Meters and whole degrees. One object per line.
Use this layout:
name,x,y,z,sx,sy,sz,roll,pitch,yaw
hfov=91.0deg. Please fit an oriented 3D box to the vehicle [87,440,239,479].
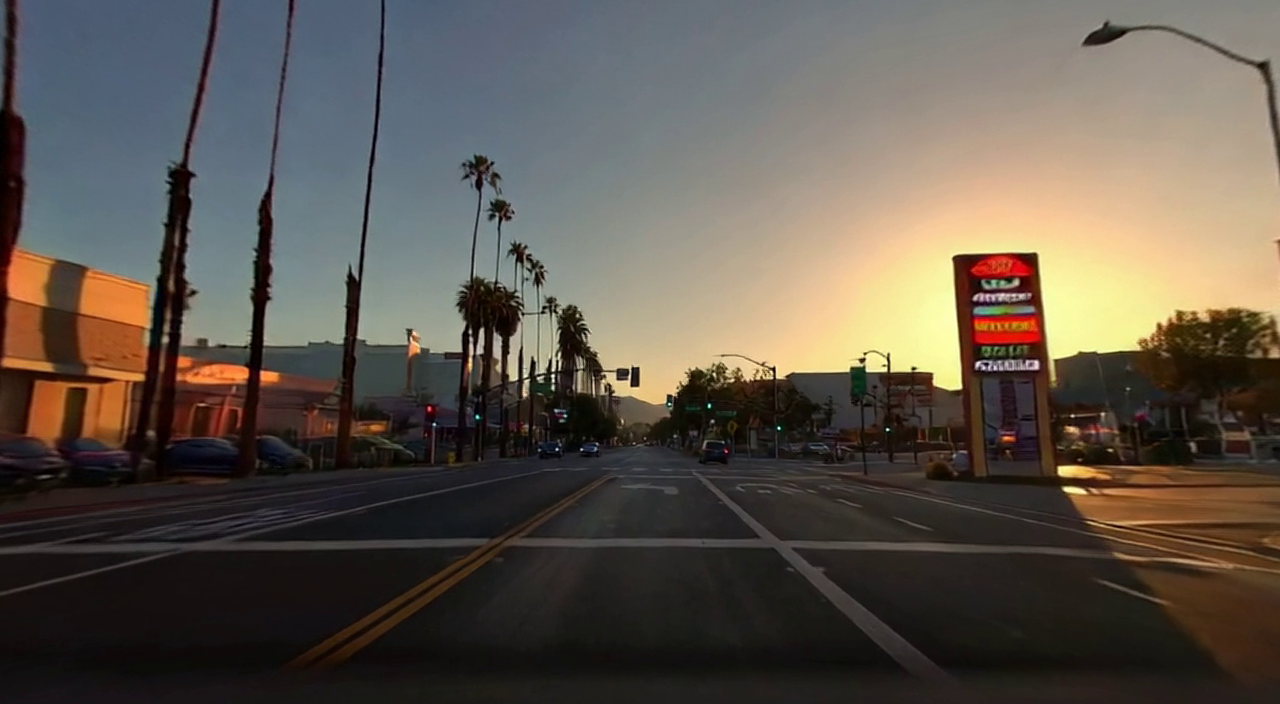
vehicle,-18.206,4.105,24.170,4.277,1.453,1.913,0,-8,0

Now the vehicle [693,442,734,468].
vehicle,4.536,6.449,39.552,2.065,1.507,4.225,0,-9,0
